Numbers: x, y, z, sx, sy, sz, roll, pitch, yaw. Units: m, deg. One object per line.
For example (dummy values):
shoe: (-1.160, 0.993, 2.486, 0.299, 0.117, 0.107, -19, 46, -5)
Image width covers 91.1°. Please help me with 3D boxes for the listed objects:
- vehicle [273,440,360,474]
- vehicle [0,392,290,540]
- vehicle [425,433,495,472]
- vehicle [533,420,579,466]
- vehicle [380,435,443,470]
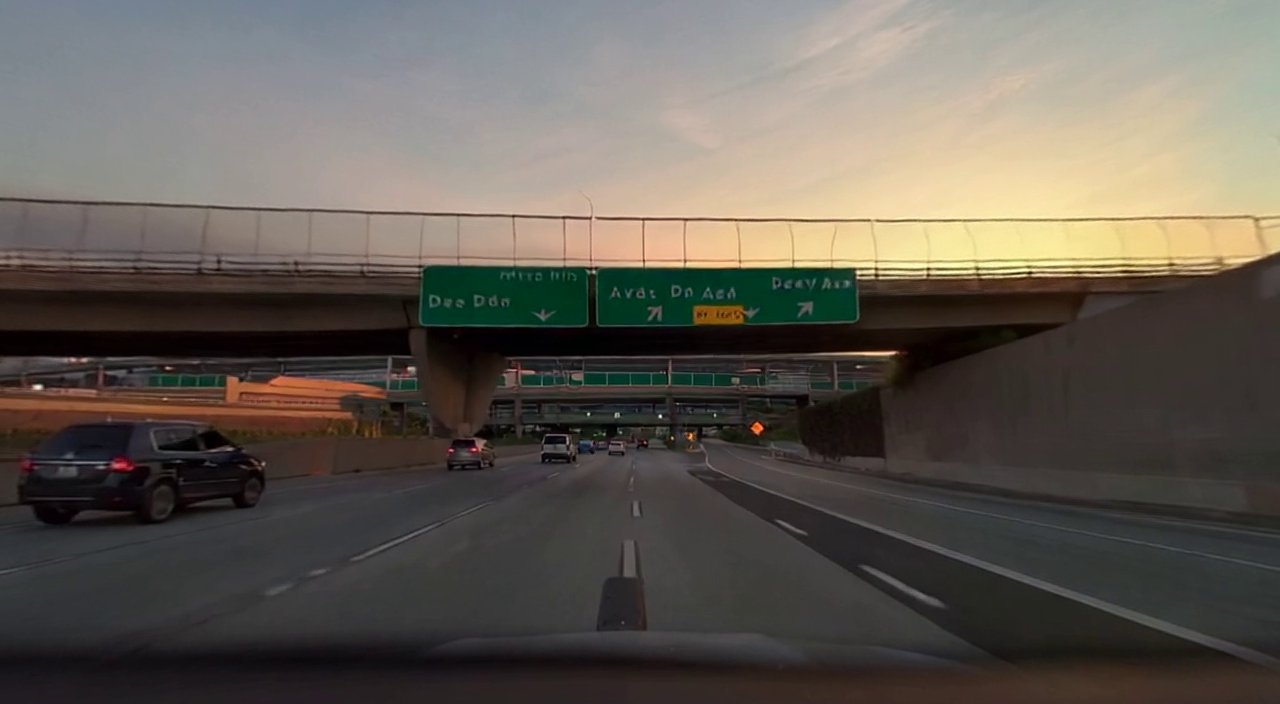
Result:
vehicle: (-15.459, 5.021, 30.303, 1.863, 1.499, 4.455, 0, -9, -1)
vehicle: (-8.392, 1.847, 10.681, 2.179, 1.948, 4.618, 0, -9, -1)
vehicle: (-8.874, 5.015, 31.426, 2.109, 1.784, 4.709, 0, -9, 0)
vehicle: (-5.535, 6.140, 42.405, 2.301, 2.843, 6.458, 0, -9, -1)
vehicle: (-12.248, 5.423, 33.926, 1.900, 1.726, 4.236, 0, -9, -1)
